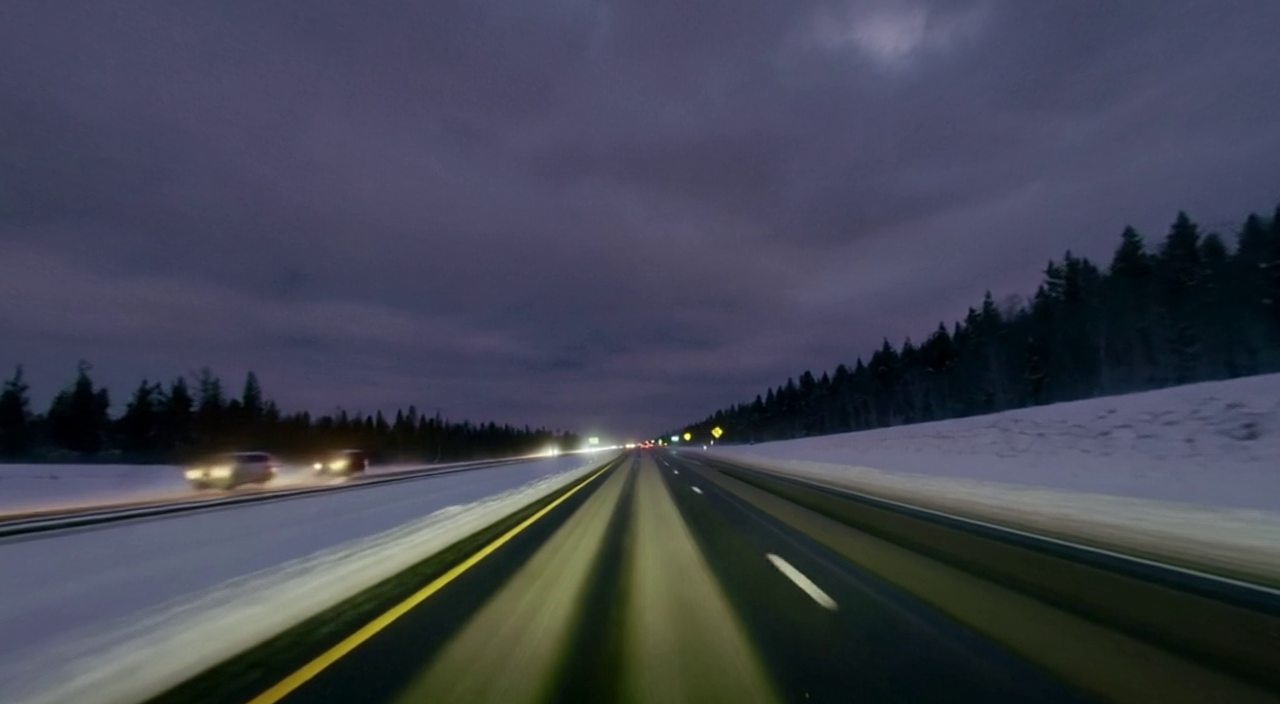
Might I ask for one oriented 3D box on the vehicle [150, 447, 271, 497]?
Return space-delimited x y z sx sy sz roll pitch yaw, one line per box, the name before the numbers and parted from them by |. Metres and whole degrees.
vehicle | -32.379 8.969 48.150 3.029 3.378 8.481 0 -8 1
